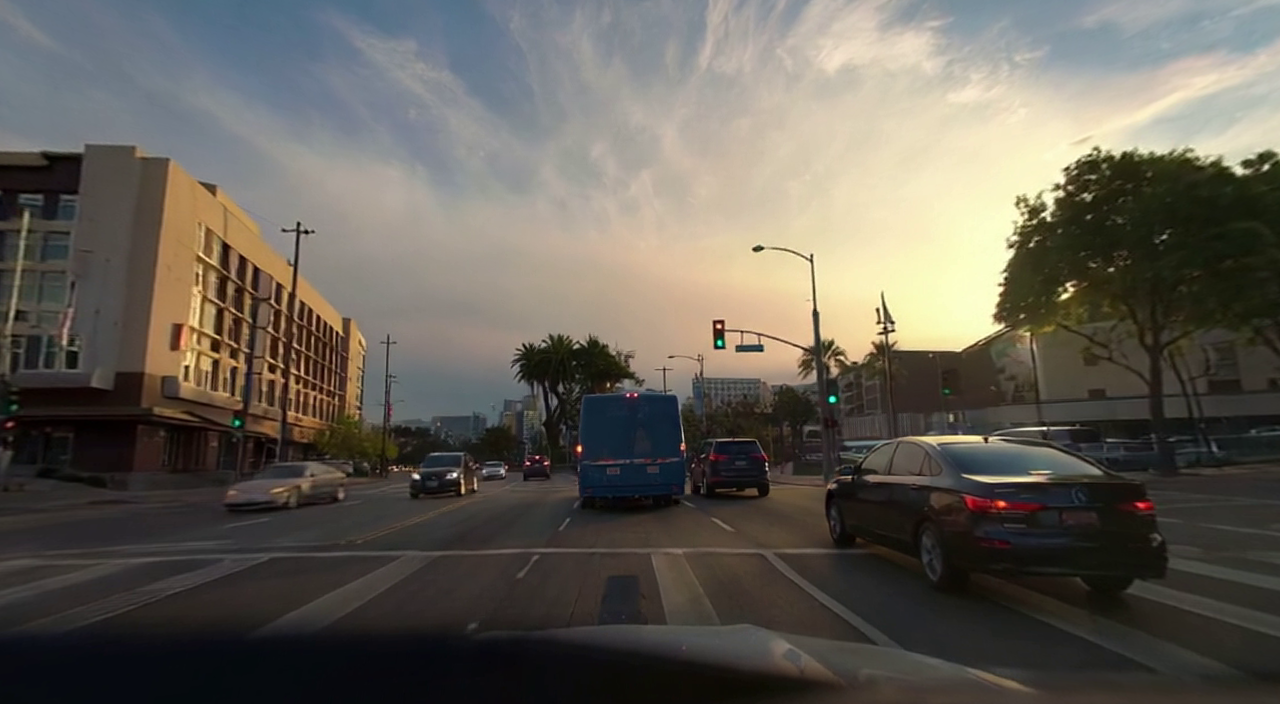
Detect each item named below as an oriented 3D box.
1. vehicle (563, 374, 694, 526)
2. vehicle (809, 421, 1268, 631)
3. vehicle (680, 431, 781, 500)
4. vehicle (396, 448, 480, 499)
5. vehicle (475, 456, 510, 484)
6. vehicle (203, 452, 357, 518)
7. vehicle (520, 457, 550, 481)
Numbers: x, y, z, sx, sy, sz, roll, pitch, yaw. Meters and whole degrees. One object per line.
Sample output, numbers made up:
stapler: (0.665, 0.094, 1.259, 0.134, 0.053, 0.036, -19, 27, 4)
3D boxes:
vehicle: (-0.485, 2.338, 15.352, 2.517, 2.926, 6.177, 1, -8, -5)
vehicle: (3.543, 1.607, 6.952, 1.978, 1.507, 4.636, 0, -8, -1)
vehicle: (2.775, 3.660, 20.826, 2.157, 1.944, 5.423, 1, -8, -5)
vehicle: (-6.834, 4.112, 21.694, 1.810, 1.546, 3.981, 0, -8, -4)
vehicle: (-9.281, 7.436, 39.798, 1.801, 1.524, 3.974, 1, -8, -9)
vehicle: (-9.750, 3.584, 17.454, 1.983, 1.543, 4.188, 0, -8, -4)
vehicle: (-7.747, 8.546, 46.138, 2.033, 1.555, 4.408, 1, -9, -10)
